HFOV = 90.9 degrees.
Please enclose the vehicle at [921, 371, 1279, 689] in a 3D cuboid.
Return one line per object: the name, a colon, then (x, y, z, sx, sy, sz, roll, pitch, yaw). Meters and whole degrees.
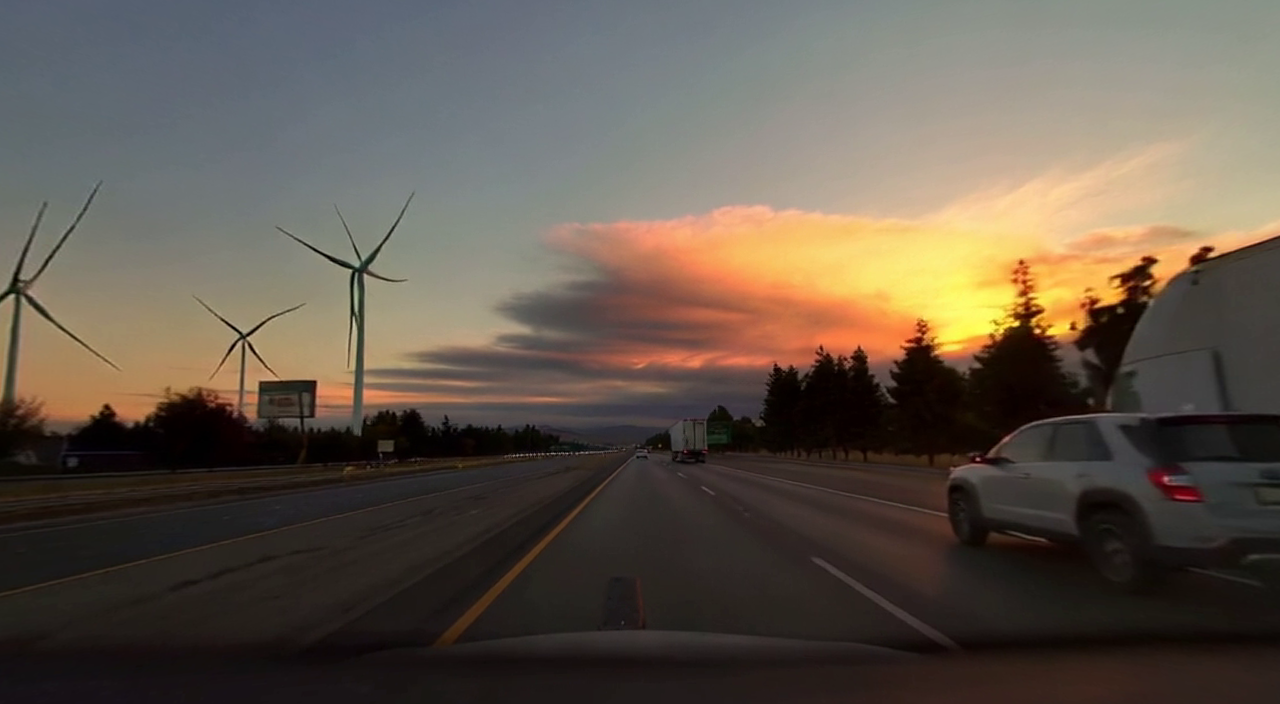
vehicle: (4.537, 1.275, 5.382, 2.124, 1.710, 4.540, 0, -9, 0)
